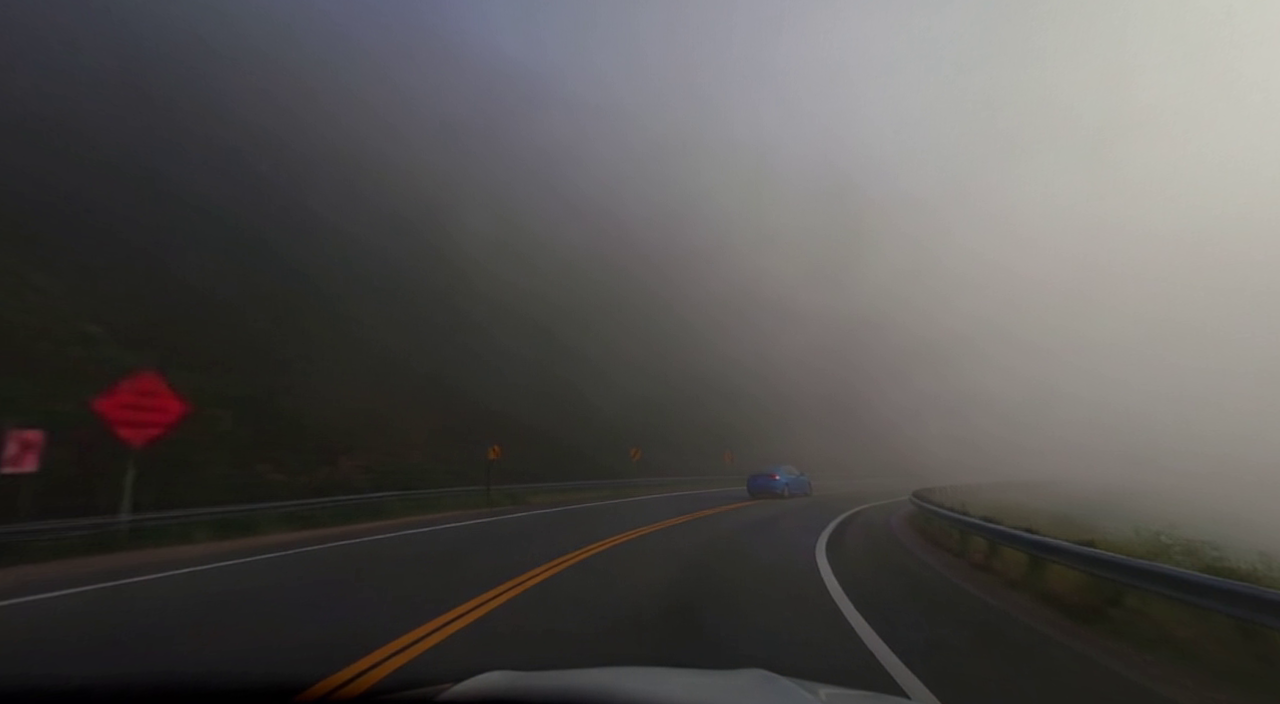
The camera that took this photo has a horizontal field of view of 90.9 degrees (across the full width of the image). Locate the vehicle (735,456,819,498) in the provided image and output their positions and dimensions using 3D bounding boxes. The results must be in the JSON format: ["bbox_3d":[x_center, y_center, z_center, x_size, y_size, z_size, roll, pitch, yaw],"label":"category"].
[{"bbox_3d":[6.135,5.503,27.909,1.997,1.692,4.422,-7,-13,35],"label":"vehicle"}]
